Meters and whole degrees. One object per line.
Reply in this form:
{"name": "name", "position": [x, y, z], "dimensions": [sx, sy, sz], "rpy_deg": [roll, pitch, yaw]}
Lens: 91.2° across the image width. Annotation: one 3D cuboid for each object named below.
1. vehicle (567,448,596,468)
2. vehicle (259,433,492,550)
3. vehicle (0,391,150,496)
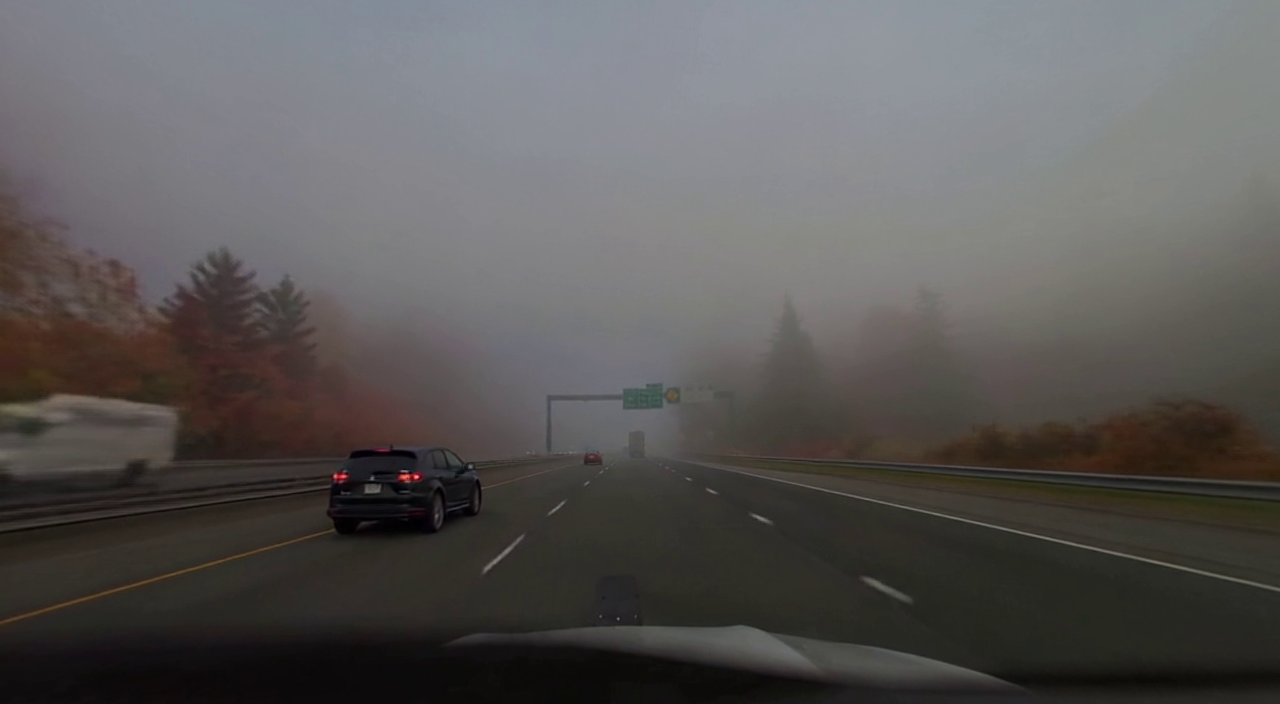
{"name": "vehicle", "position": [-4.547, 8.317, 49.331], "dimensions": [1.963, 1.475, 3.665], "rpy_deg": [0, -9, 0]}
{"name": "vehicle", "position": [-3.986, 2.167, 10.380], "dimensions": [2.071, 1.525, 4.058], "rpy_deg": [0, -9, 0]}
{"name": "vehicle", "position": [-16.685, 2.484, 16.884], "dimensions": [2.305, 2.507, 5.662], "rpy_deg": [0, -9, 0]}
